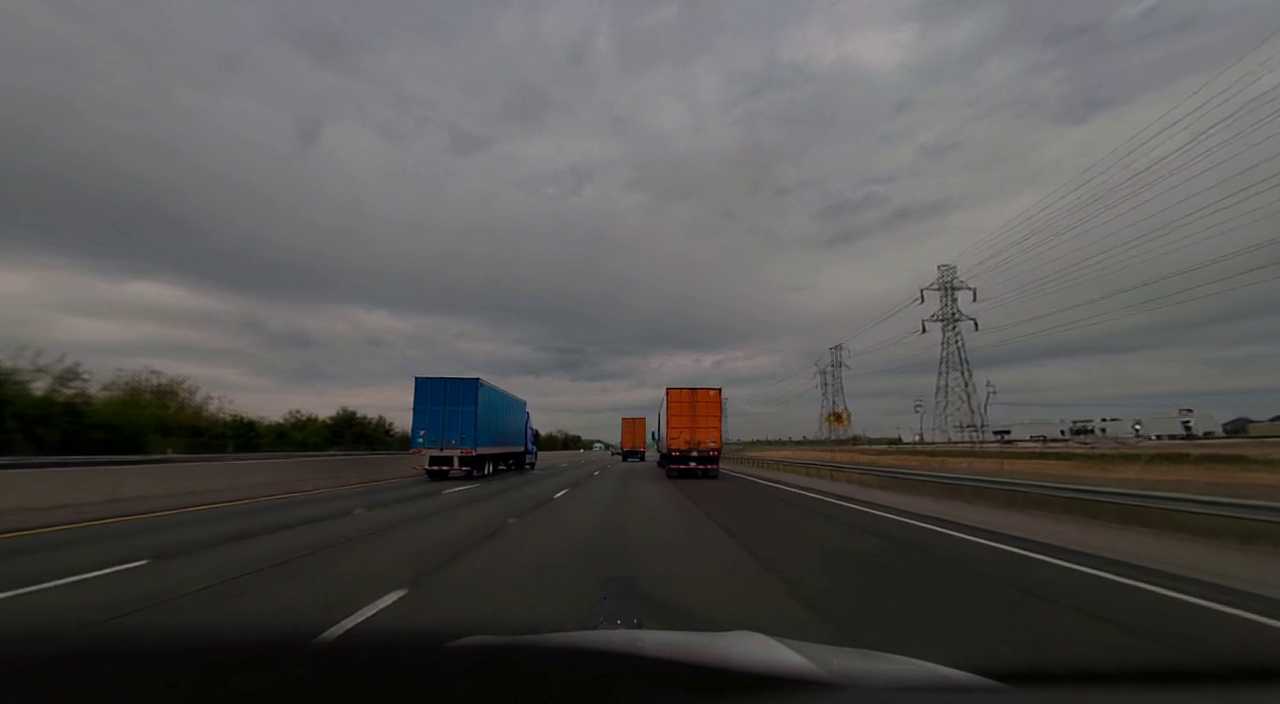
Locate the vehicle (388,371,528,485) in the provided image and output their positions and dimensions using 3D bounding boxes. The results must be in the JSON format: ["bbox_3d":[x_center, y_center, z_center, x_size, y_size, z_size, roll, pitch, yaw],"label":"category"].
[{"bbox_3d":[-7.352,3.479,27.771,2.937,3.981,11.119,0,-9,0],"label":"vehicle"}]
